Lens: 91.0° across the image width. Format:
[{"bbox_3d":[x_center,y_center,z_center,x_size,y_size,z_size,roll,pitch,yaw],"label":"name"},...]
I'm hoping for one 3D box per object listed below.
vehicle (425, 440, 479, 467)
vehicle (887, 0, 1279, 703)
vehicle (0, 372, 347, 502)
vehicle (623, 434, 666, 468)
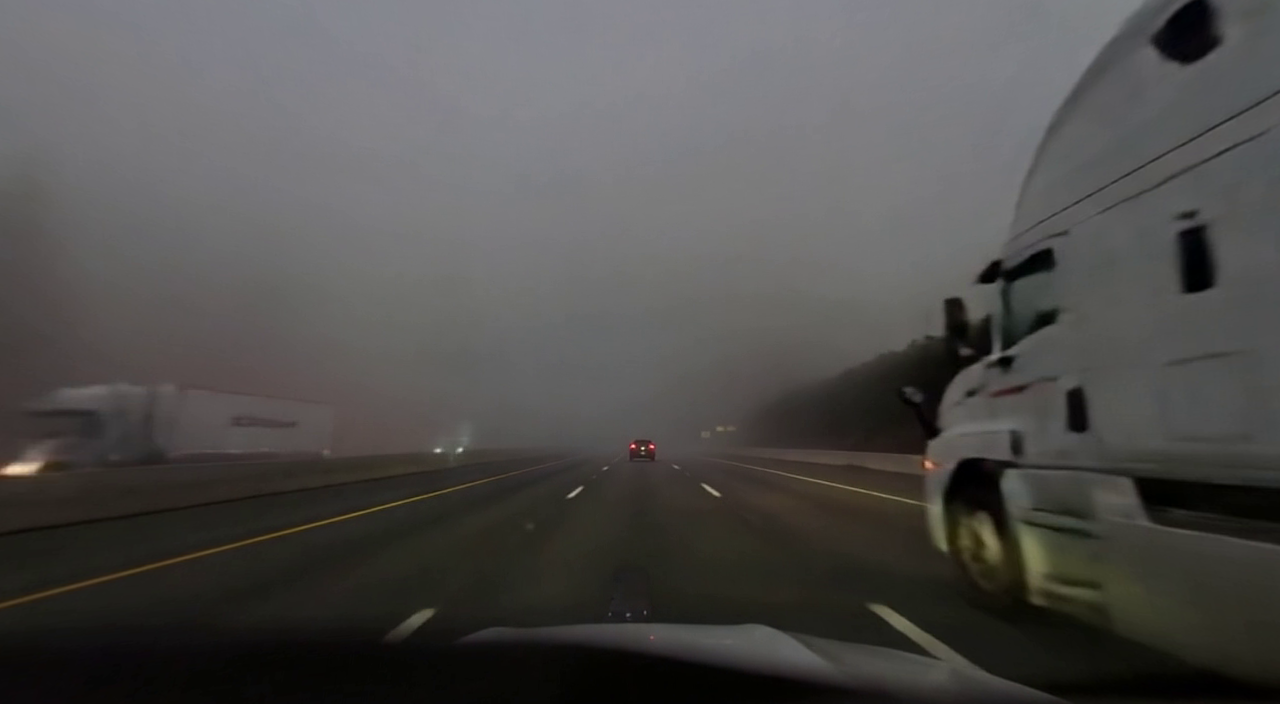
[{"bbox_3d":[-11.818,6.378,39.876,1.955,1.591,4.540,0,-8,0],"label":"vehicle"},{"bbox_3d":[4.008,-0.400,2.896,2.976,4.118,6.324,0,-8,-1],"label":"vehicle"},{"bbox_3d":[-18.473,3.800,27.885,2.986,3.991,16.790,0,-8,0],"label":"vehicle"},{"bbox_3d":[0.238,5.082,32.529,2.111,1.635,4.177,0,-8,1],"label":"vehicle"}]
